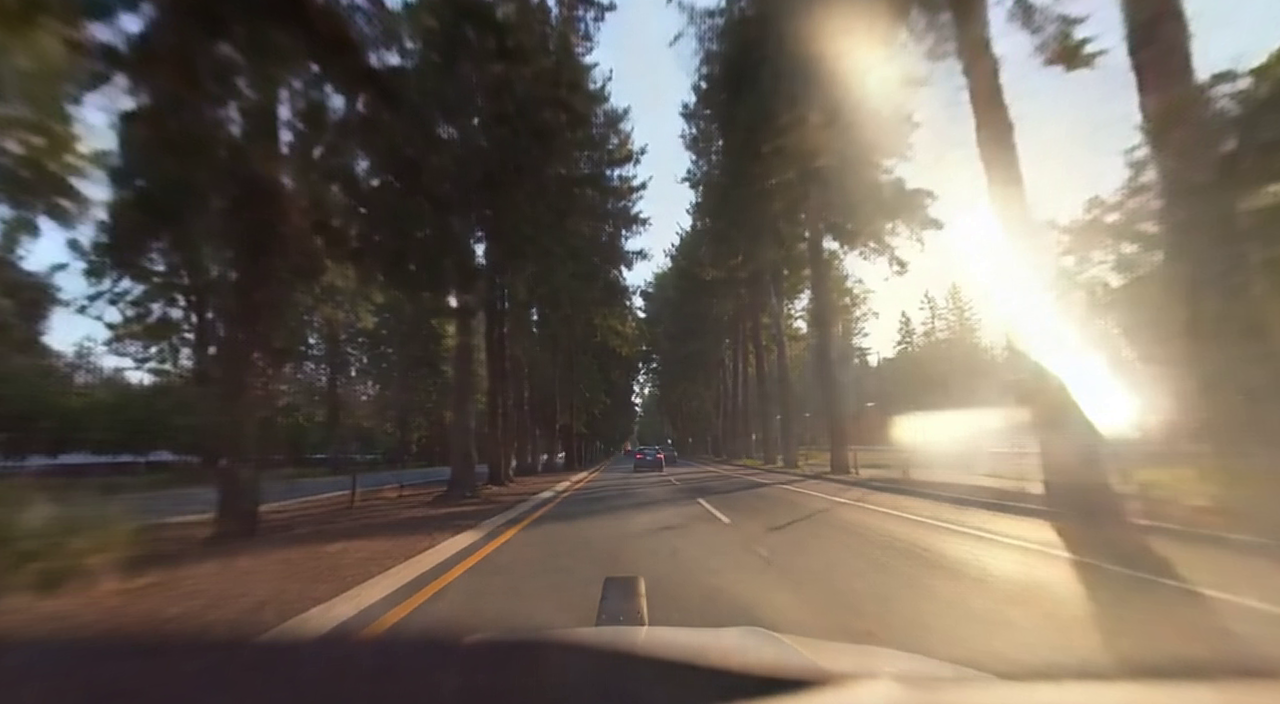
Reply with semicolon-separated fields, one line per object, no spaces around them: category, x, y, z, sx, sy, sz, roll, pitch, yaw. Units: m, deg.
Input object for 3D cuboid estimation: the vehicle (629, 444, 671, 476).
vehicle;0.454;5.698;33.644;2.048;1.584;4.393;0;-9;-2
